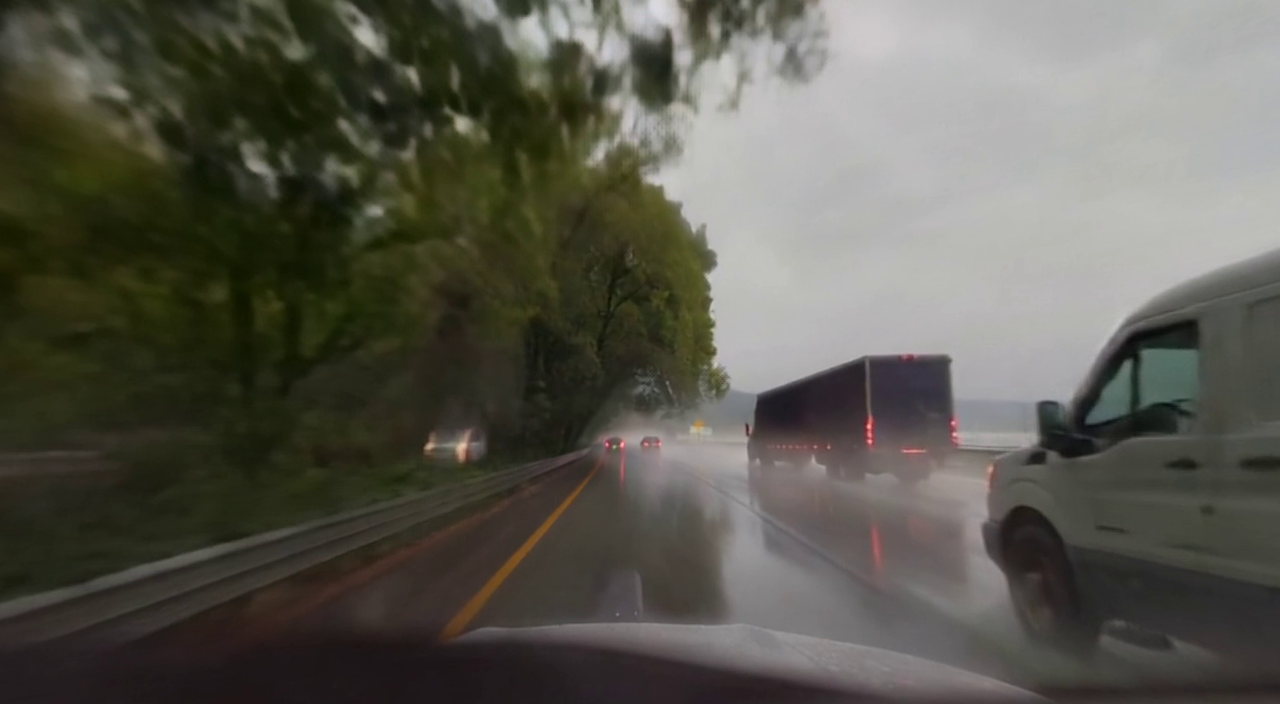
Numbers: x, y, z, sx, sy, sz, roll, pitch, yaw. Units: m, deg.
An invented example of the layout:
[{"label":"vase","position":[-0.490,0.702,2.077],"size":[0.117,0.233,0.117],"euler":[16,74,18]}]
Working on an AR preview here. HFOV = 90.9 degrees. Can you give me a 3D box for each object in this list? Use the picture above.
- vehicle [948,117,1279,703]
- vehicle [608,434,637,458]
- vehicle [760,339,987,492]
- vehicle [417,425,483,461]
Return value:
[{"label":"vehicle","position":[3.503,0.363,1.704],"size":[2.436,2.521,5.409],"euler":[0,-8,-2]},{"label":"vehicle","position":[-1.360,7.049,47.547],"size":[2.088,1.671,4.068],"euler":[0,-8,-2]},{"label":"vehicle","position":[7.584,2.630,23.999],"size":[2.888,4.093,14.227],"euler":[0,-8,-1]},{"label":"vehicle","position":[-9.325,4.496,31.283],"size":[2.010,1.653,4.217],"euler":[0,-8,-1]}]
